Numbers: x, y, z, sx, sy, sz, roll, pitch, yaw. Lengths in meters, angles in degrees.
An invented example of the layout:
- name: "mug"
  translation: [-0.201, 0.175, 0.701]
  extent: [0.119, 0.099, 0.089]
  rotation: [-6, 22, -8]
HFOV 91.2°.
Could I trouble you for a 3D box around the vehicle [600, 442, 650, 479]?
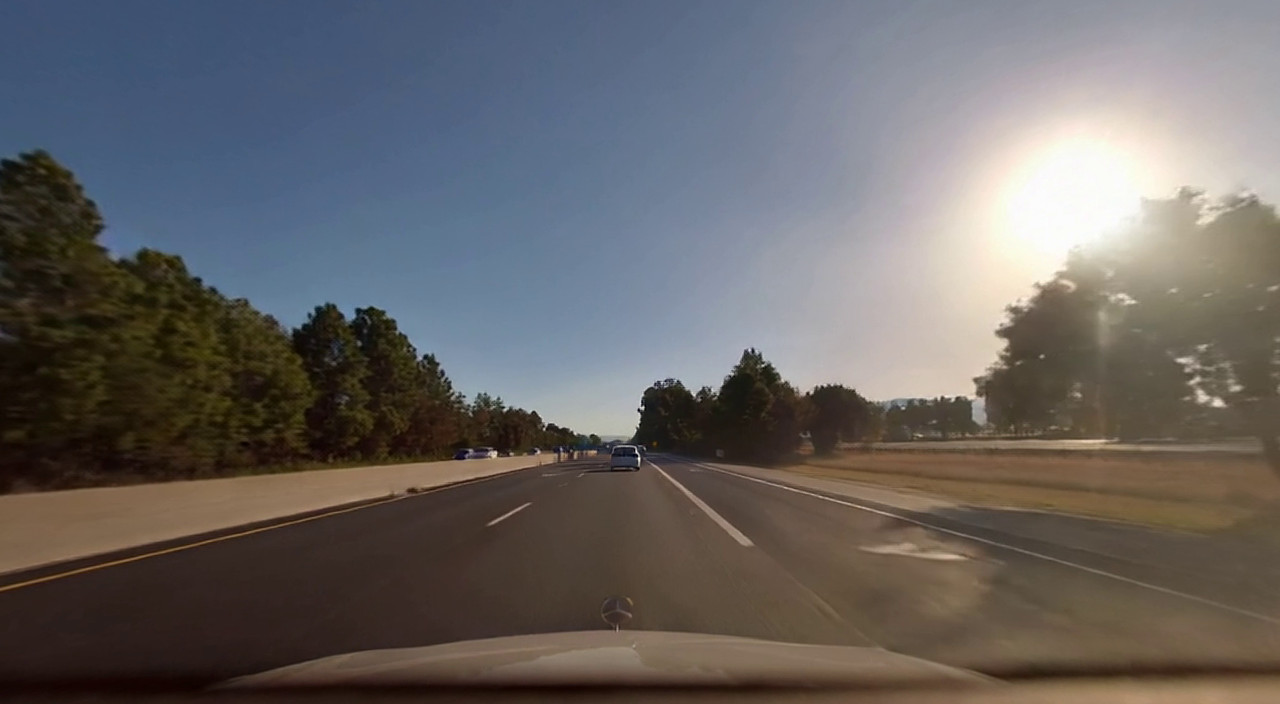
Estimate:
- name: "vehicle"
  translation: [-0.642, 4.846, 28.187]
  extent: [2.095, 1.537, 4.017]
  rotation: [0, -9, -1]
